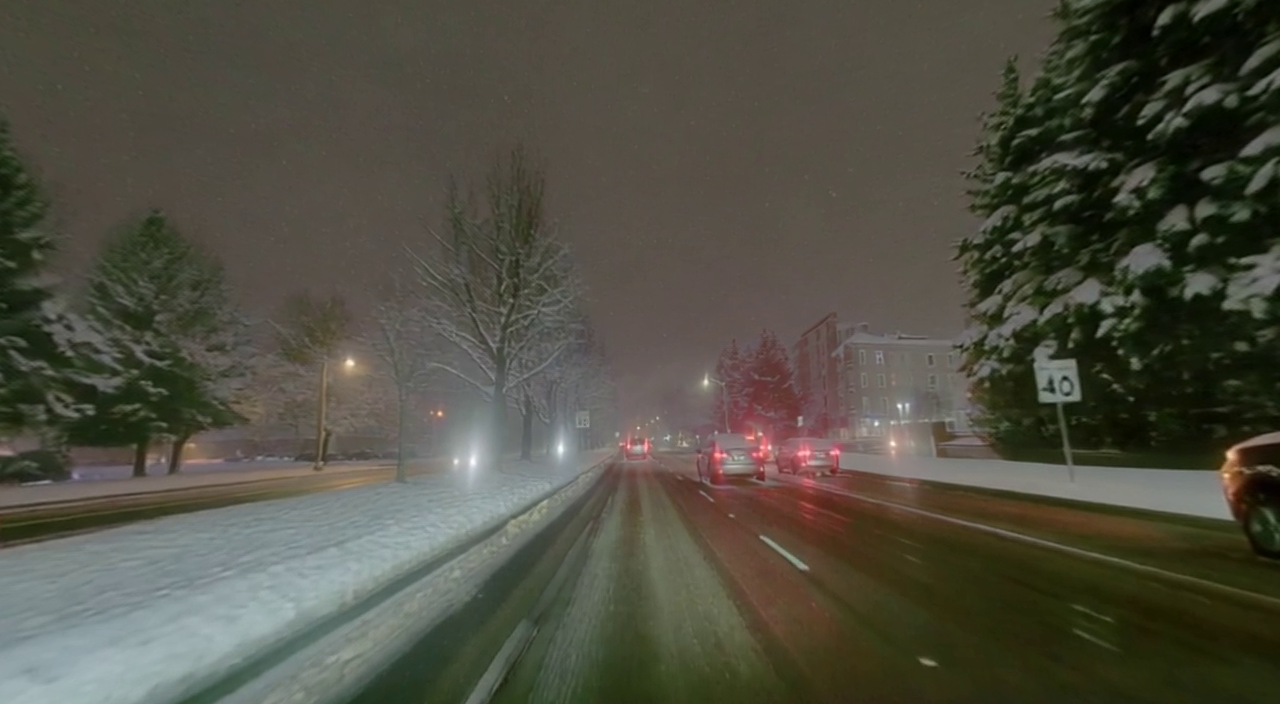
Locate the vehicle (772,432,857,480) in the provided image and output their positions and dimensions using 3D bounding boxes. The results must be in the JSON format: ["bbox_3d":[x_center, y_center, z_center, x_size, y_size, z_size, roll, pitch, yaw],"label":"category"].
[{"bbox_3d":[6.676,4.023,24.693,2.025,1.719,4.161,0,-8,-1],"label":"vehicle"}]

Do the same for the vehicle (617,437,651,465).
[{"bbox_3d":[-0.384,6.408,41.132,2.132,1.693,3.819,0,-8,-1],"label":"vehicle"}]

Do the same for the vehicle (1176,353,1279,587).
[{"bbox_3d":[7.173,0.816,3.974,2.429,2.142,5.731,0,-8,-1],"label":"vehicle"}]

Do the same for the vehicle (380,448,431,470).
[{"bbox_3d":[-18.305,8.368,49.624,2.129,1.531,4.696,0,-8,1],"label":"vehicle"}]

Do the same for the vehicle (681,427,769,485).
[{"bbox_3d":[2.786,3.560,21.886,2.227,1.794,4.457,0,-8,-2],"label":"vehicle"}]

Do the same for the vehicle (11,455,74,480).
[{"bbox_3d":[-44.526,8.571,47.208,1.896,1.725,4.611,3,-9,-24],"label":"vehicle"}]
